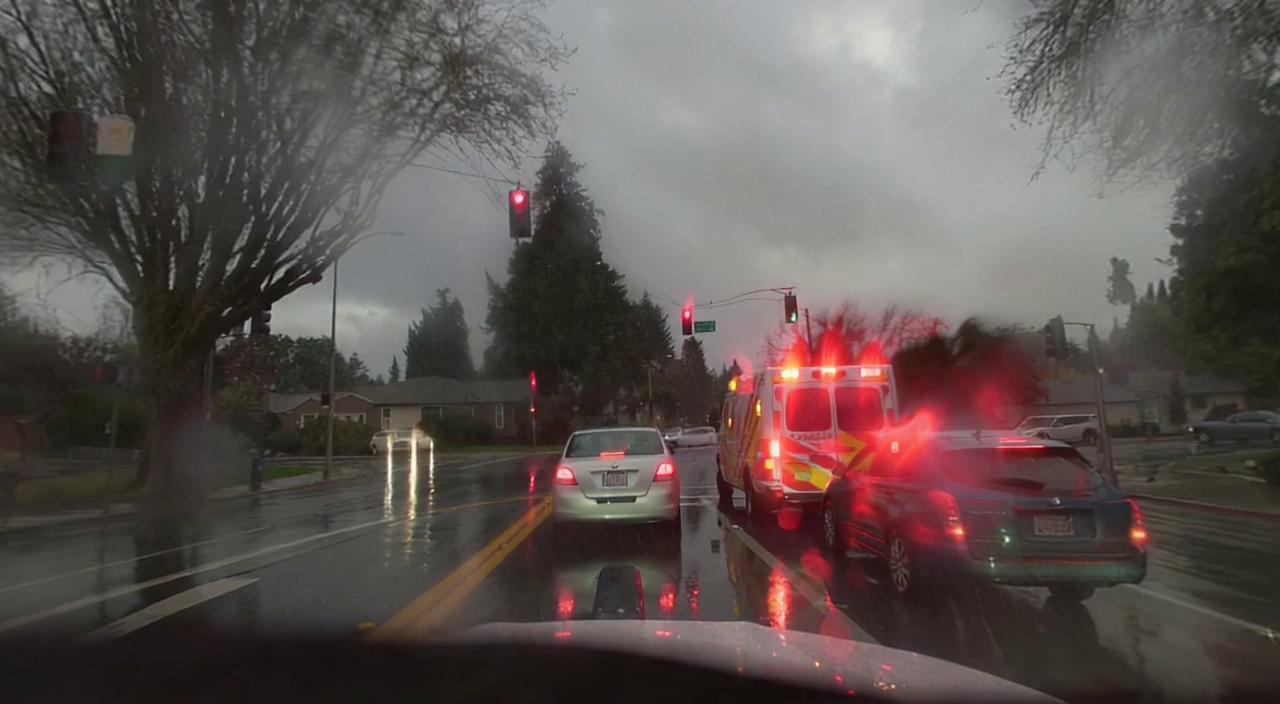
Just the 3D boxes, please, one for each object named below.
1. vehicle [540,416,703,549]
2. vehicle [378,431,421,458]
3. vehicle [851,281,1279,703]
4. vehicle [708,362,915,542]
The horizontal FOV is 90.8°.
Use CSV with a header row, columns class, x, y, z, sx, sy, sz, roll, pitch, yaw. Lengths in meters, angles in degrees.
class,x,y,z,sx,sy,sz,roll,pitch,yaw
vehicle,-0.273,1.980,10.184,2.114,1.707,3.725,0,-8,-1
vehicle,-17.746,6.875,46.849,2.246,1.880,4.454,1,-8,-12
vehicle,2.851,0.885,2.841,2.194,1.820,4.652,0,-8,0
vehicle,2.876,1.896,12.362,2.406,2.687,5.521,0,-8,-1
